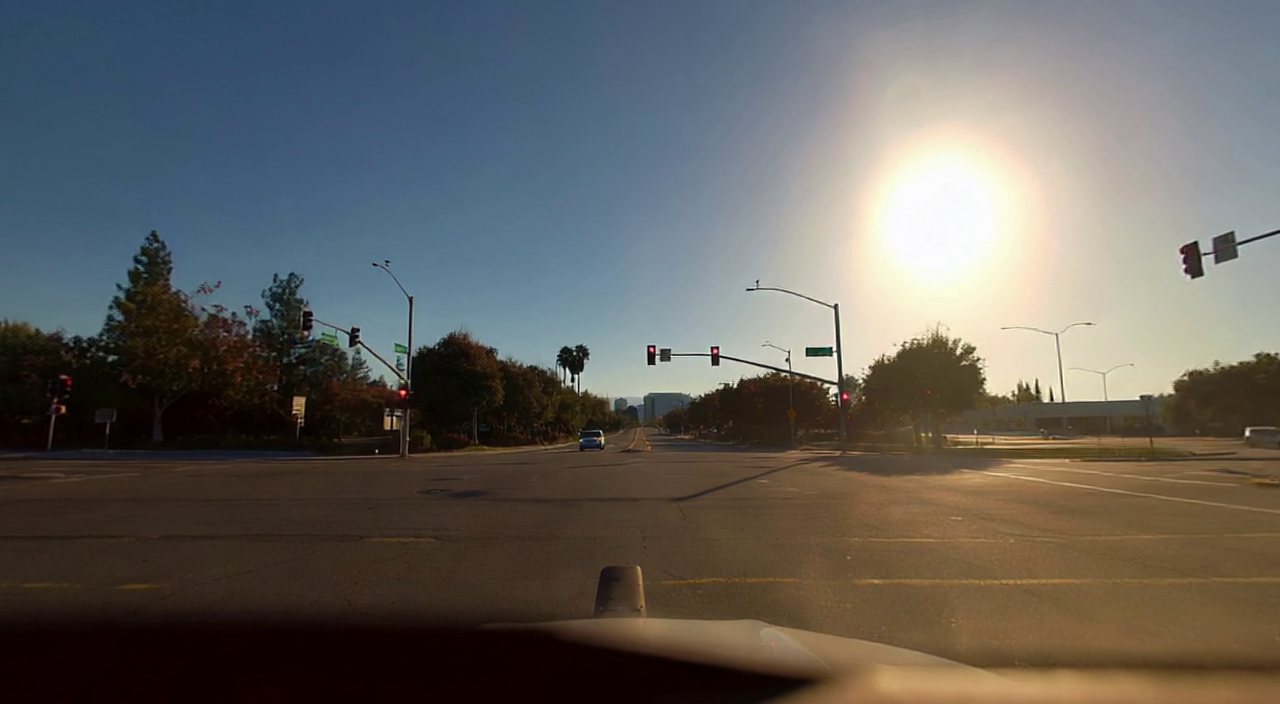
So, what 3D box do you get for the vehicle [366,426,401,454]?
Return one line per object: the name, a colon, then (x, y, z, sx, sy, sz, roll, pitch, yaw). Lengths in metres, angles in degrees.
vehicle: (-20.004, 6.851, 48.878, 1.873, 2.079, 2.879, 5, -10, -33)
